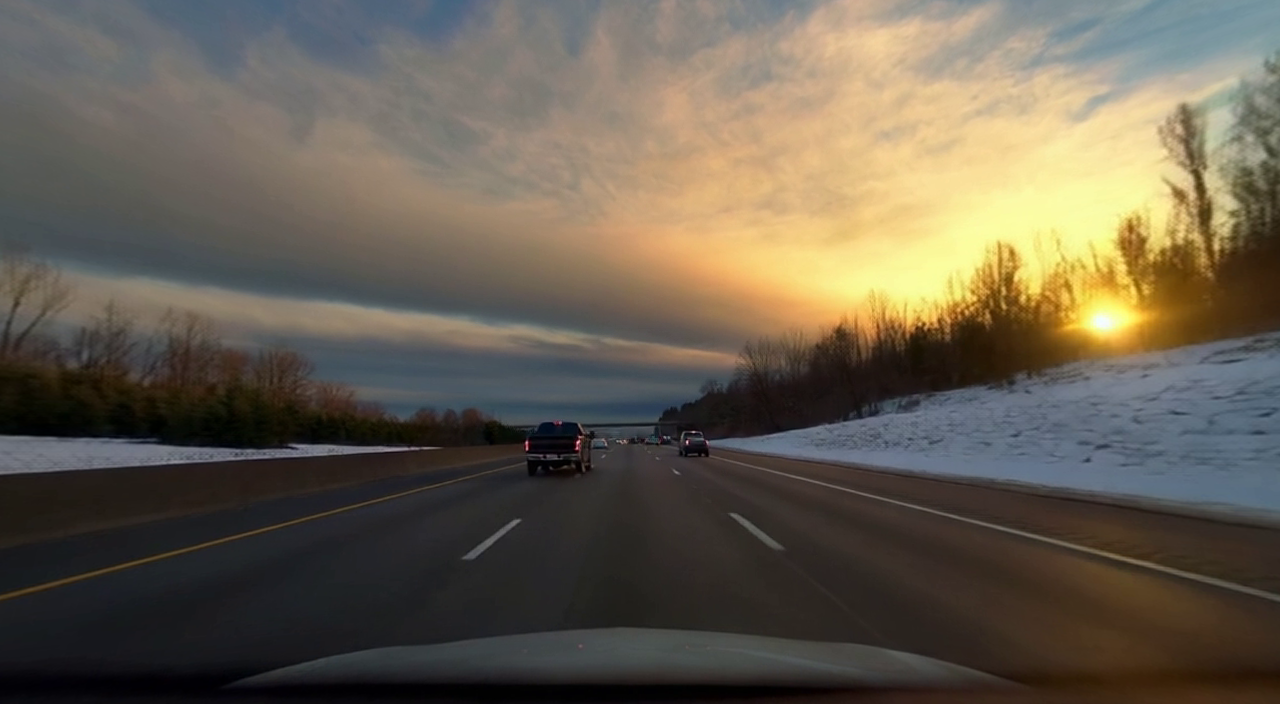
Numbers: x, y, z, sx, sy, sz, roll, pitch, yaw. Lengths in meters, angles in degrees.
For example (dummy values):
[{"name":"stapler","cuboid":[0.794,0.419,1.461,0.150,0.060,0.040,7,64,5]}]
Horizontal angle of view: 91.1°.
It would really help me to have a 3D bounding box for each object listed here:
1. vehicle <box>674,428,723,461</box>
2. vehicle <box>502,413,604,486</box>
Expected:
[{"name":"vehicle","cuboid":[3.140,5.049,34.517,2.124,1.696,4.173,0,-8,-2]},{"name":"vehicle","cuboid":[-2.257,2.692,17.716,2.185,1.772,4.656,0,-8,0]}]
